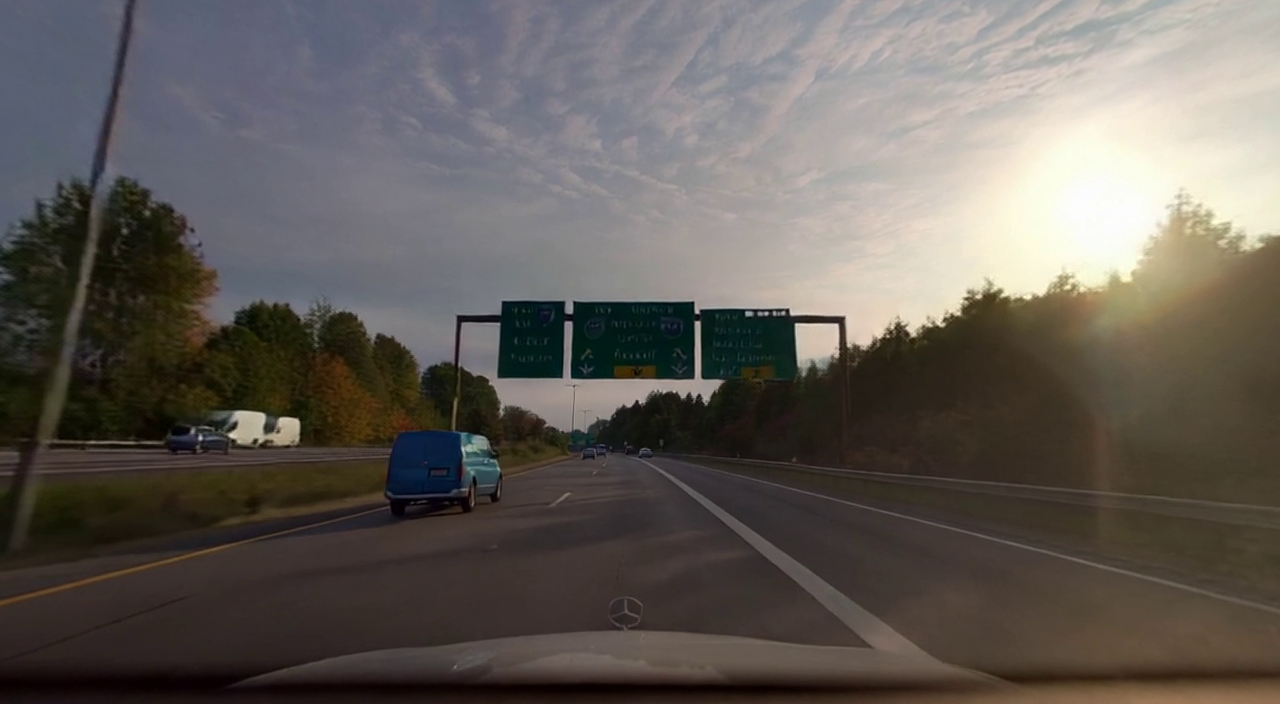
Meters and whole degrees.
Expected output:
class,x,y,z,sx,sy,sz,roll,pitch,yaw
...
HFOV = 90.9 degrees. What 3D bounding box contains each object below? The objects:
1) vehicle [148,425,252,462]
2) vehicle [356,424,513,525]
class,x,y,z,sx,sy,sz,roll,pitch,yaw
vehicle,-19.001,3.998,27.406,1.879,1.492,3.607,0,-9,0
vehicle,-4.122,2.541,13.534,1.971,1.795,4.389,0,-9,-2
